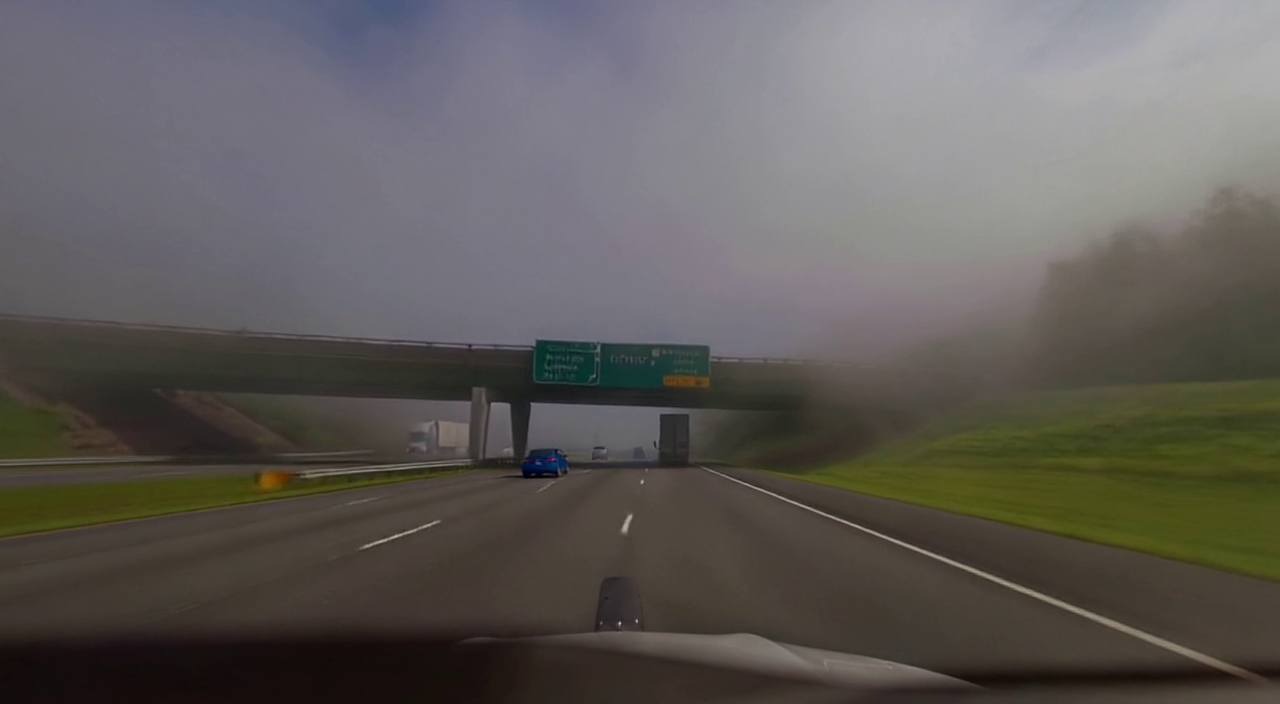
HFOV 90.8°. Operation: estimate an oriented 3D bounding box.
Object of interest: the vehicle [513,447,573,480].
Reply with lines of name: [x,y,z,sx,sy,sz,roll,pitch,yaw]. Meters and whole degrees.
vehicle: [-4.692,5.470,31.271,2.038,1.489,4.603,-1,-9,2]
